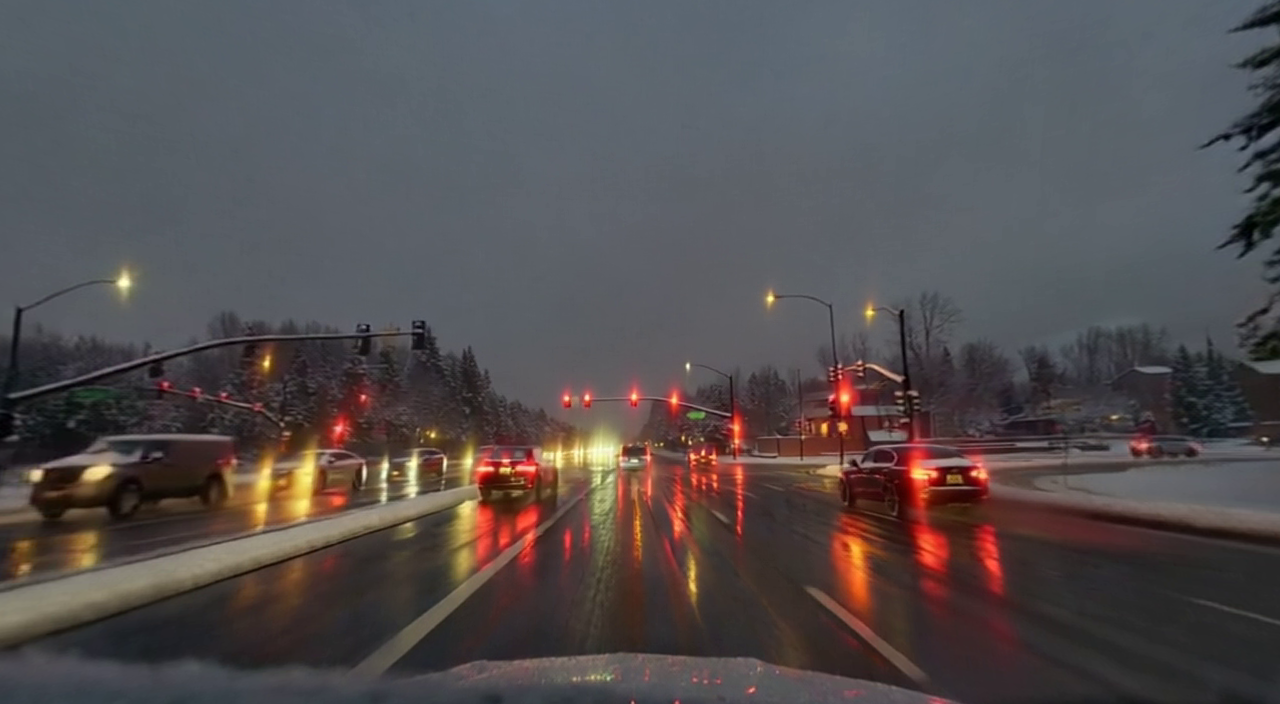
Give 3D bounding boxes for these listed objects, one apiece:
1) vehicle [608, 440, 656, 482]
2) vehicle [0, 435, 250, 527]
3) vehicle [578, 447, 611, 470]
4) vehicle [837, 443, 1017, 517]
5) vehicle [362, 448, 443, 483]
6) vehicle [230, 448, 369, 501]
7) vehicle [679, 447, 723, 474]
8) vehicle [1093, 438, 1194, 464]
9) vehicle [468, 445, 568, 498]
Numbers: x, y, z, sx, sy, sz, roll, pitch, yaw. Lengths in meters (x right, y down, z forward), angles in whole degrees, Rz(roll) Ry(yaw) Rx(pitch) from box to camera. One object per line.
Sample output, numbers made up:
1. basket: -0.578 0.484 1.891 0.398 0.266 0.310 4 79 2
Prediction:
1. vehicle: -0.331 4.869 28.578 2.008 1.716 4.125 0 -8 0
2. vehicle: -10.906 2.707 13.863 2.026 1.706 4.041 0 -8 1
3. vehicle: -3.093 7.308 43.678 2.002 1.502 4.057 0 -8 0
4. vehicle: 6.440 2.892 14.921 2.028 1.451 4.625 0 -8 -1
5. vehicle: -10.983 5.265 29.586 2.047 1.479 4.228 0 -8 2
6. vehicle: -10.739 3.852 20.377 1.924 1.479 4.508 0 -8 0
7. vehicle: 3.425 6.162 36.137 2.014 1.430 4.103 0 -8 -2
8. vehicle: 29.381 5.775 36.899 4.568 1.475 2.022 2 -9 -12
9. vehicle: -3.708 3.692 20.047 2.163 1.474 4.413 0 -8 2
